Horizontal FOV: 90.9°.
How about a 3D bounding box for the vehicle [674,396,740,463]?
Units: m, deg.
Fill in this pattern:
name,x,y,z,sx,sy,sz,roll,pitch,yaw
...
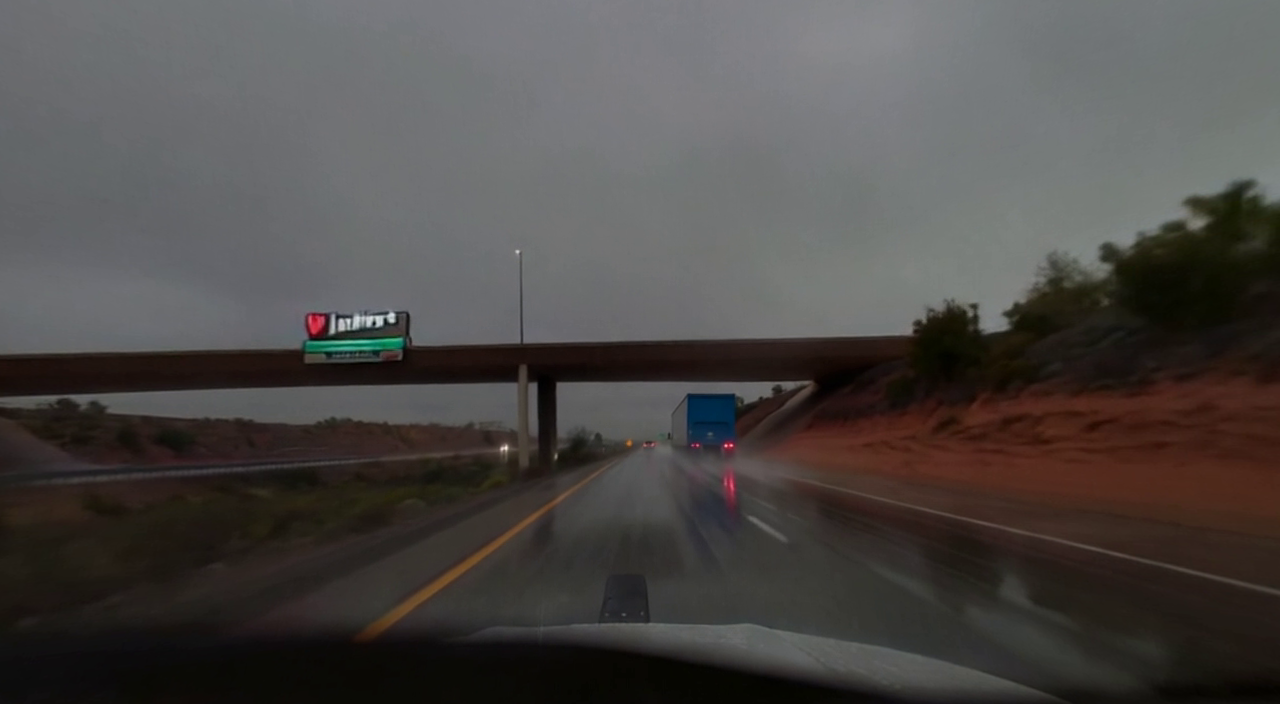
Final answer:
name,x,y,z,sx,sy,sz,roll,pitch,yaw
vehicle,4.154,5.203,41.583,3.024,3.834,10.128,0,-8,-1
